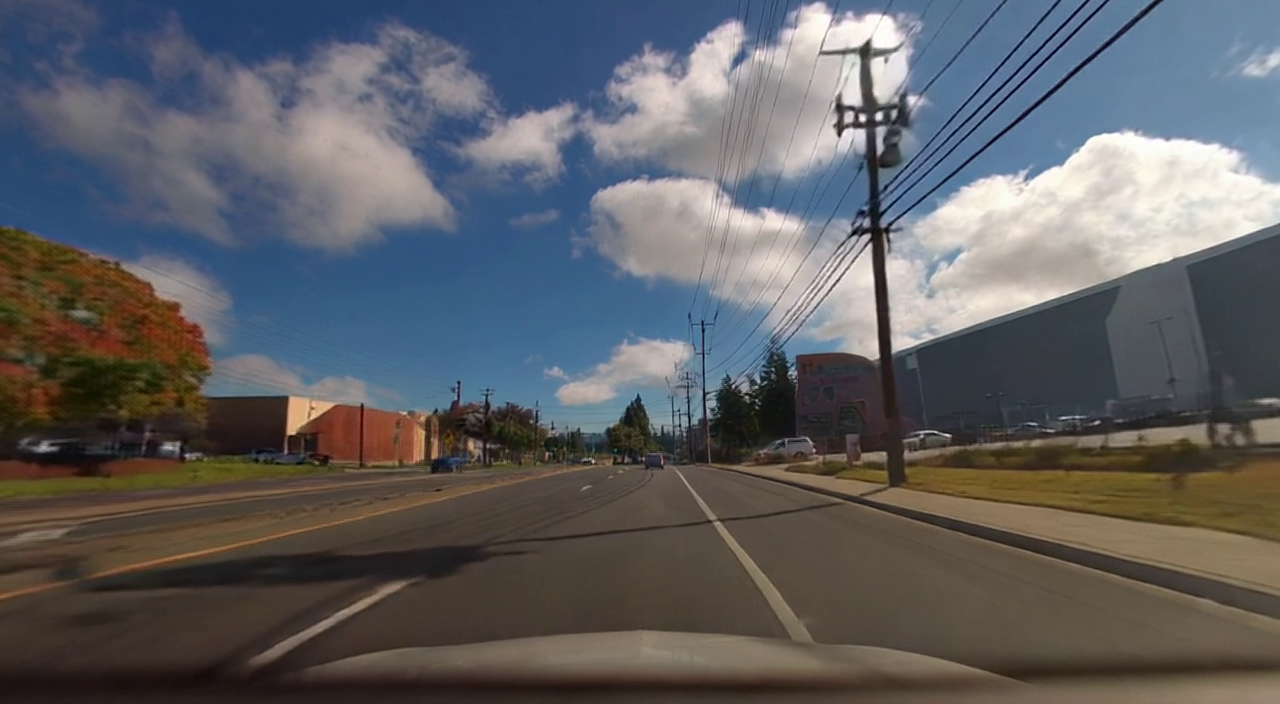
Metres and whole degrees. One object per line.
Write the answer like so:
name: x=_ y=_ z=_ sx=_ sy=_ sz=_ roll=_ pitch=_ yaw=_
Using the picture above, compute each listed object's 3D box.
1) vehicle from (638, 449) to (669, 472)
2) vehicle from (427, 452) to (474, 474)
vehicle: x=0.932 y=7.628 z=44.499 sx=2.114 sy=1.492 sz=4.453 roll=0 pitch=-8 yaw=1
vehicle: x=-13.424 y=7.884 z=44.908 sx=1.831 sy=1.474 sz=4.352 roll=-1 pitch=-8 yaw=2
